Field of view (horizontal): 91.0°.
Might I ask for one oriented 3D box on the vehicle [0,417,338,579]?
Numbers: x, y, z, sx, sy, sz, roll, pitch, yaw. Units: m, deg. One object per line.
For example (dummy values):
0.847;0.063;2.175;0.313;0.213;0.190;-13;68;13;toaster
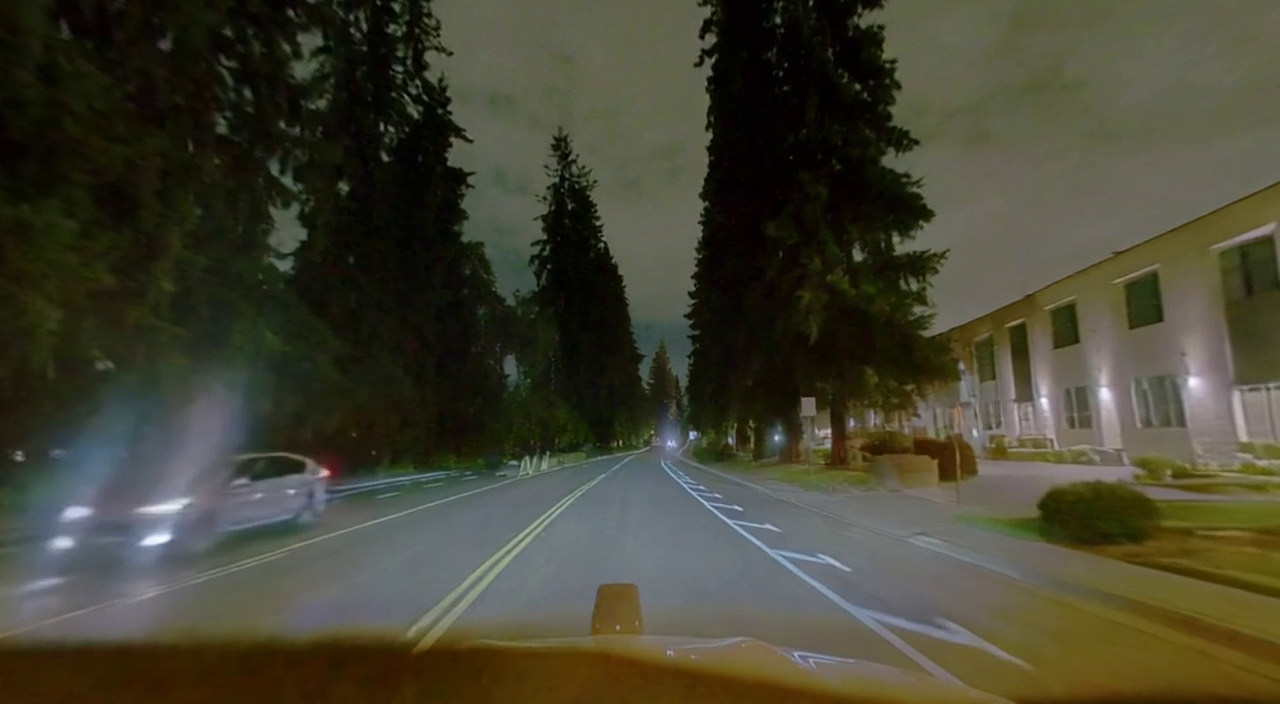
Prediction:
-6.967;2.112;10.035;2.063;1.859;4.812;-2;-8;-2;vehicle
